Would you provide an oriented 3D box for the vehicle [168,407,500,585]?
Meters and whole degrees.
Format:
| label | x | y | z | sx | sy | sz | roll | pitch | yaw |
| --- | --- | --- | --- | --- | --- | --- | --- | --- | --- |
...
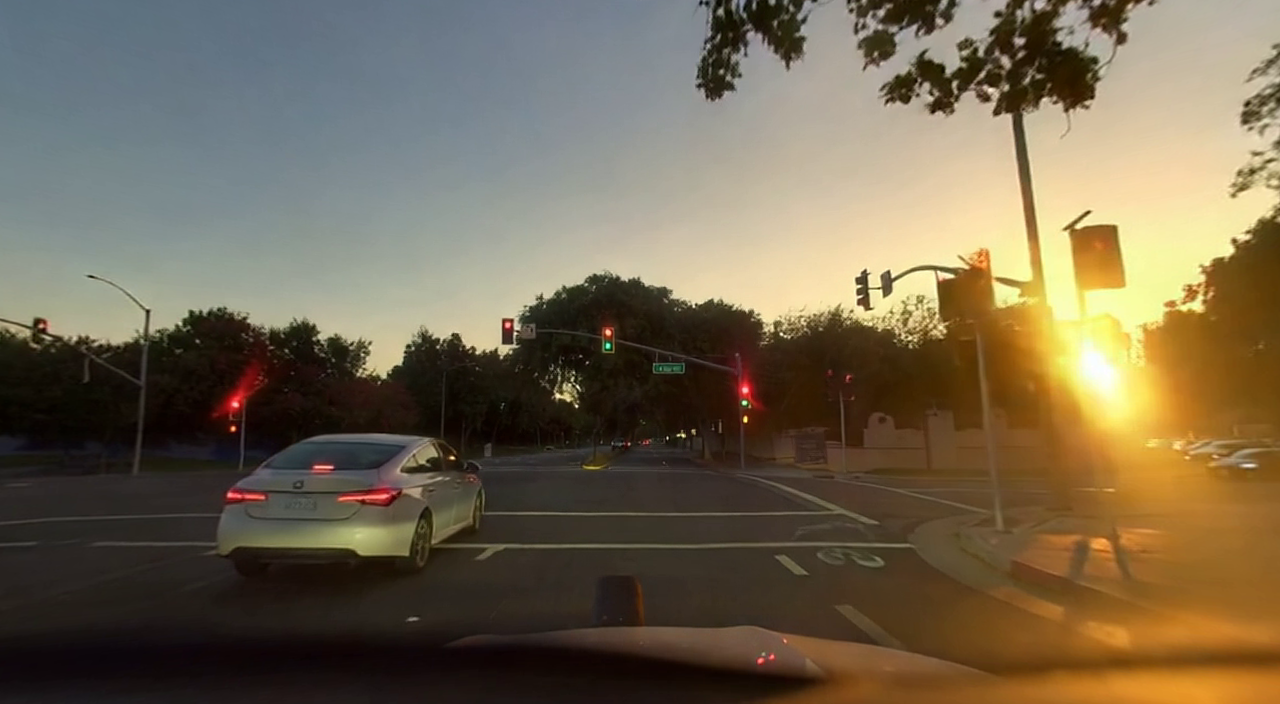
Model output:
| label | x | y | z | sx | sy | sz | roll | pitch | yaw |
| --- | --- | --- | --- | --- | --- | --- | --- | --- | --- |
| vehicle | -3.276 | 1.640 | 8.050 | 2.076 | 1.599 | 4.483 | 0 | -8 | -2 |
